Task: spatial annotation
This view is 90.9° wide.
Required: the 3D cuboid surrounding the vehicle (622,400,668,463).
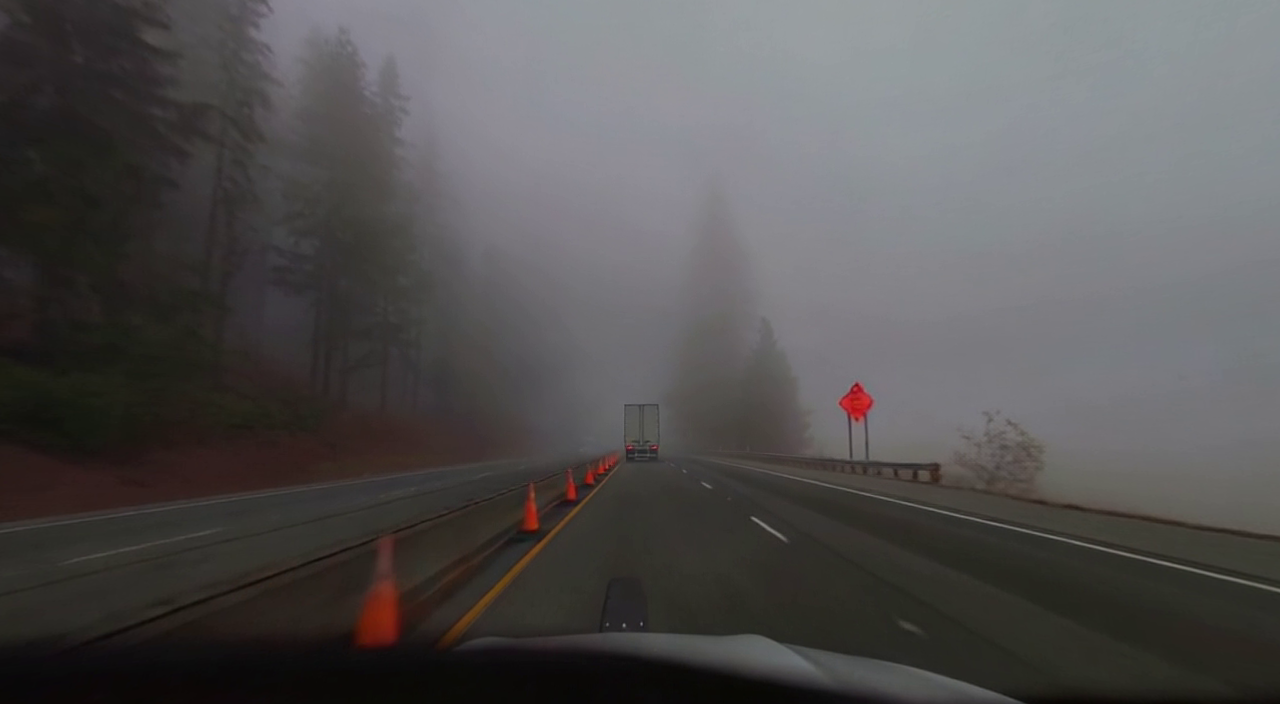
[{"bbox_3d":[0.174,5.959,46.562,2.935,4.068,11.036,0,-8,-1],"label":"vehicle"}]
